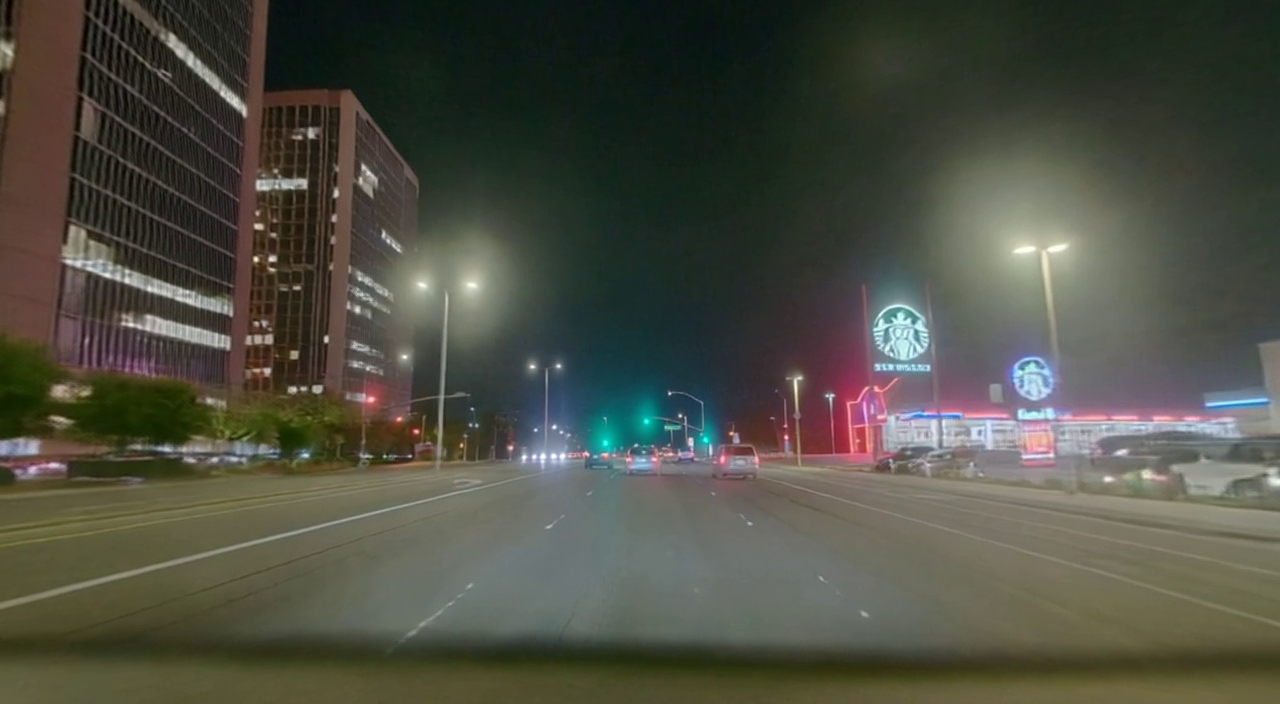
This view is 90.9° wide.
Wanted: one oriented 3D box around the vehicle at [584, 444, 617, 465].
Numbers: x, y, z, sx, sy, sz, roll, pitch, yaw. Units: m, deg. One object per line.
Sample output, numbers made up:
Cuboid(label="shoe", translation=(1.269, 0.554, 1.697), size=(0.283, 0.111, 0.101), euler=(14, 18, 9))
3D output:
Cuboid(label="vehicle", translation=(-2.875, 7.639, 47.176), size=(2.029, 1.482, 4.591), euler=(0, -9, 2))

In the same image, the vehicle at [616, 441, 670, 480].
Cuboid(label="vehicle", translation=(0.140, 4.514, 26.432), size=(2.059, 1.477, 3.988), euler=(0, -9, 1))

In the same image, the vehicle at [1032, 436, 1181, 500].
Cuboid(label="vehicle", translation=(14.073, 3.401, 18.948), size=(4.654, 1.692, 1.955), euler=(6, -10, -33))

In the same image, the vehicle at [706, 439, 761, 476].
Cuboid(label="vehicle", translation=(4.569, 5.227, 31.428), size=(2.007, 1.683, 4.171), euler=(0, -9, -1))

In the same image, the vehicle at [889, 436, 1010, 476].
Cuboid(label="vehicle", translation=(15.044, 5.082, 30.853), size=(4.775, 1.728, 1.996), euler=(-2, -9, 0))

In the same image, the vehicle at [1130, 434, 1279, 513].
Cuboid(label="vehicle", translation=(14.289, 2.922, 15.689), size=(4.361, 1.682, 1.978), euler=(6, -11, -35))
